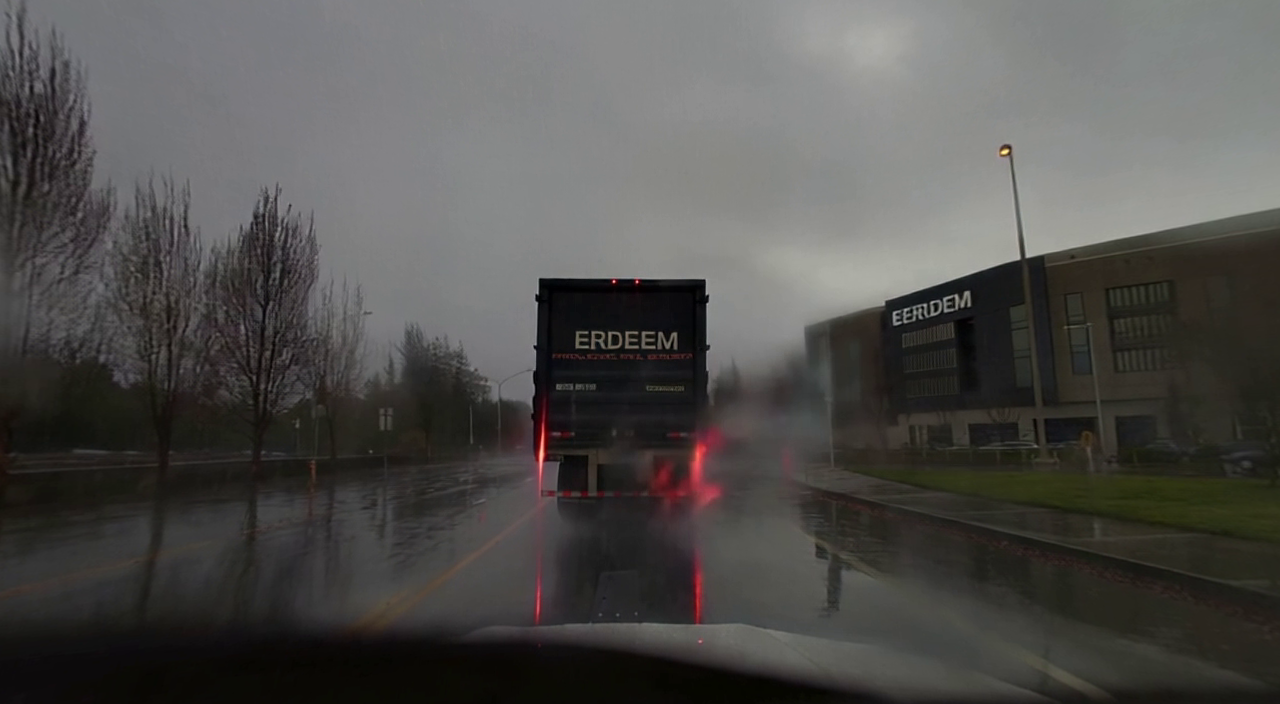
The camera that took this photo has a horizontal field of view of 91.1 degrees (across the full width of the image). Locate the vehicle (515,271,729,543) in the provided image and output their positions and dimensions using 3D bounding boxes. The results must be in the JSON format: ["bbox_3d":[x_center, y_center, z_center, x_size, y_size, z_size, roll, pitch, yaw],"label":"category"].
[{"bbox_3d":[-0.174,1.334,13.310,2.876,3.724,9.351,0,-8,1],"label":"vehicle"}]

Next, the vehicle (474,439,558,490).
[{"bbox_3d":[-3.926,3.606,20.547,1.957,1.462,3.878,0,-8,0],"label":"vehicle"}]

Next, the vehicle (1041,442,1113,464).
[{"bbox_3d":[31.356,7.219,45.186,1.652,1.423,3.797,5,-9,-35],"label":"vehicle"}]
